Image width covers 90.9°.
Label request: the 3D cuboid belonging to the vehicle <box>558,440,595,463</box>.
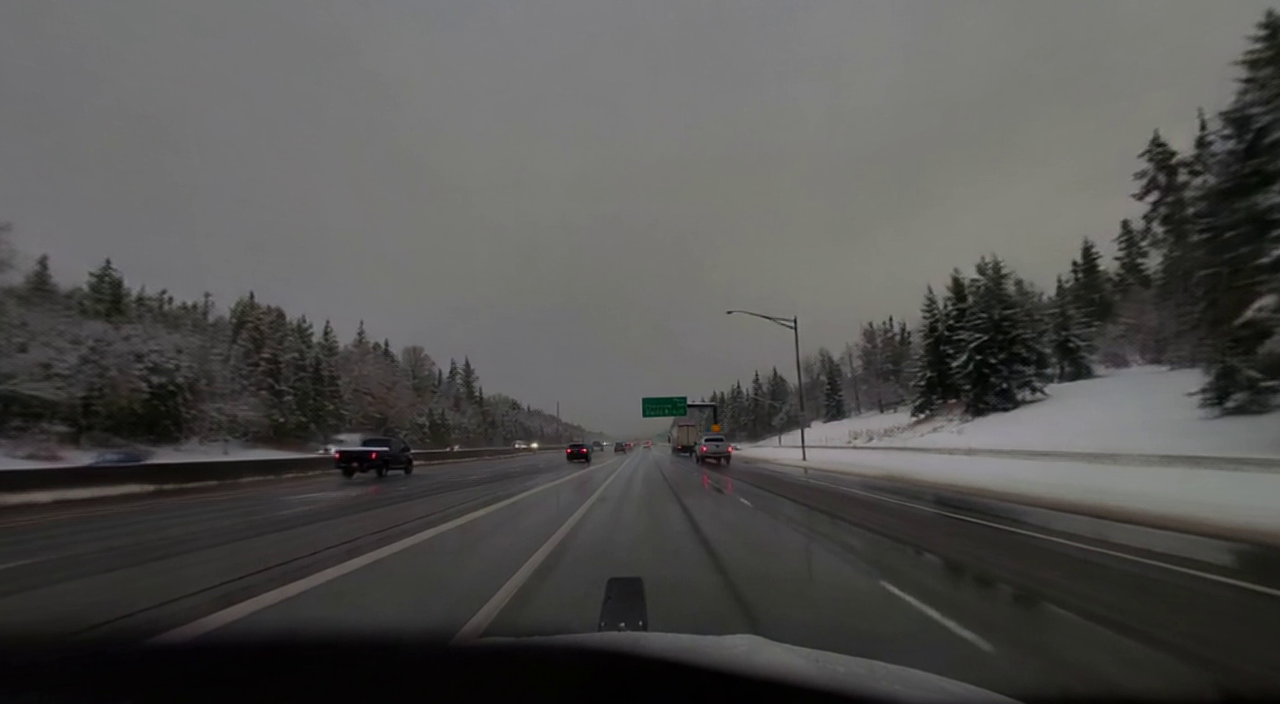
[{"bbox_3d":[-4.282,6.795,43.094,1.981,1.473,4.317,0,-8,2],"label":"vehicle"}]

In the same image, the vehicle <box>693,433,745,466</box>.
[{"bbox_3d":[4.906,6.196,40.348,2.355,1.930,6.633,0,-8,-1],"label":"vehicle"}]

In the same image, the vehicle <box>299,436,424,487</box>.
[{"bbox_3d":[-8.975,3.551,20.840,1.899,1.465,4.589,0,-8,2],"label":"vehicle"}]
